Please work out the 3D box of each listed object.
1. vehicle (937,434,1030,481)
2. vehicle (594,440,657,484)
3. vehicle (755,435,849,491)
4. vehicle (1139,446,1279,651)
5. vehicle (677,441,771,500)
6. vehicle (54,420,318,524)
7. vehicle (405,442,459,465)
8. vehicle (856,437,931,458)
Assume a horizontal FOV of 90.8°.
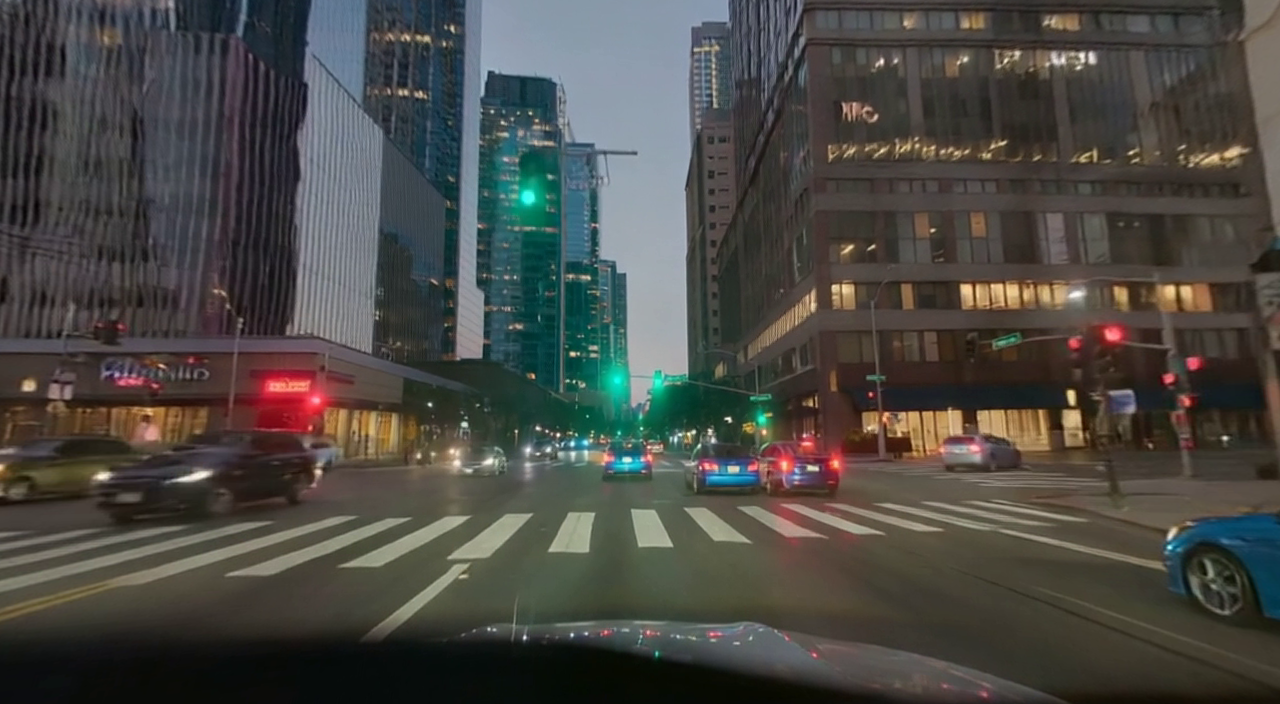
[{"bbox_3d":[14.452,4.373,26.472,4.640,1.794,2.008,8,-12,-43],"label":"vehicle"},{"bbox_3d":[-0.524,3.961,23.032,2.096,1.457,4.160,0,-9,-1],"label":"vehicle"},{"bbox_3d":[5.512,3.840,22.177,2.015,1.745,4.444,0,-9,-2],"label":"vehicle"},{"bbox_3d":[5.672,1.273,3.521,1.914,1.484,4.639,0,-9,-1],"label":"vehicle"},{"bbox_3d":[2.266,3.337,18.288,1.987,1.484,4.427,0,-9,-2],"label":"vehicle"},{"bbox_3d":[-9.316,2.497,13.684,2.142,1.817,4.823,0,-9,-1],"label":"vehicle"},{"bbox_3d":[-13.020,6.385,39.764,1.939,1.326,4.340,0,-9,0],"label":"vehicle"},{"bbox_3d":[18.954,7.136,47.332,4.862,1.495,1.956,1,-9,-7],"label":"vehicle"}]
